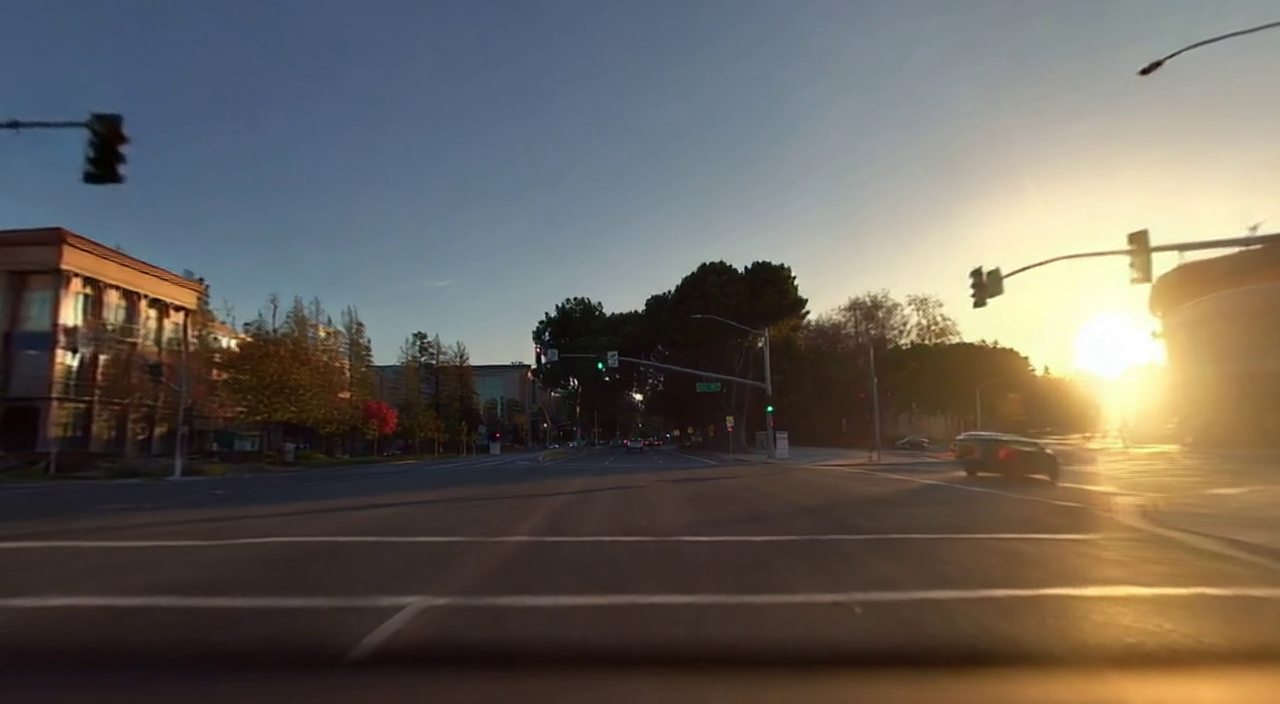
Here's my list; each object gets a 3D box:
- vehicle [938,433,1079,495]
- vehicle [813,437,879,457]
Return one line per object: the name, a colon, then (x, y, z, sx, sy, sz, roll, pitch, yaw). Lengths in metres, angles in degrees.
vehicle: (10.610, 3.149, 18.036, 4.595, 1.503, 2.289, 10, -12, -44)
vehicle: (16.034, 7.412, 49.308, 4.483, 1.452, 1.924, 0, -8, -1)
